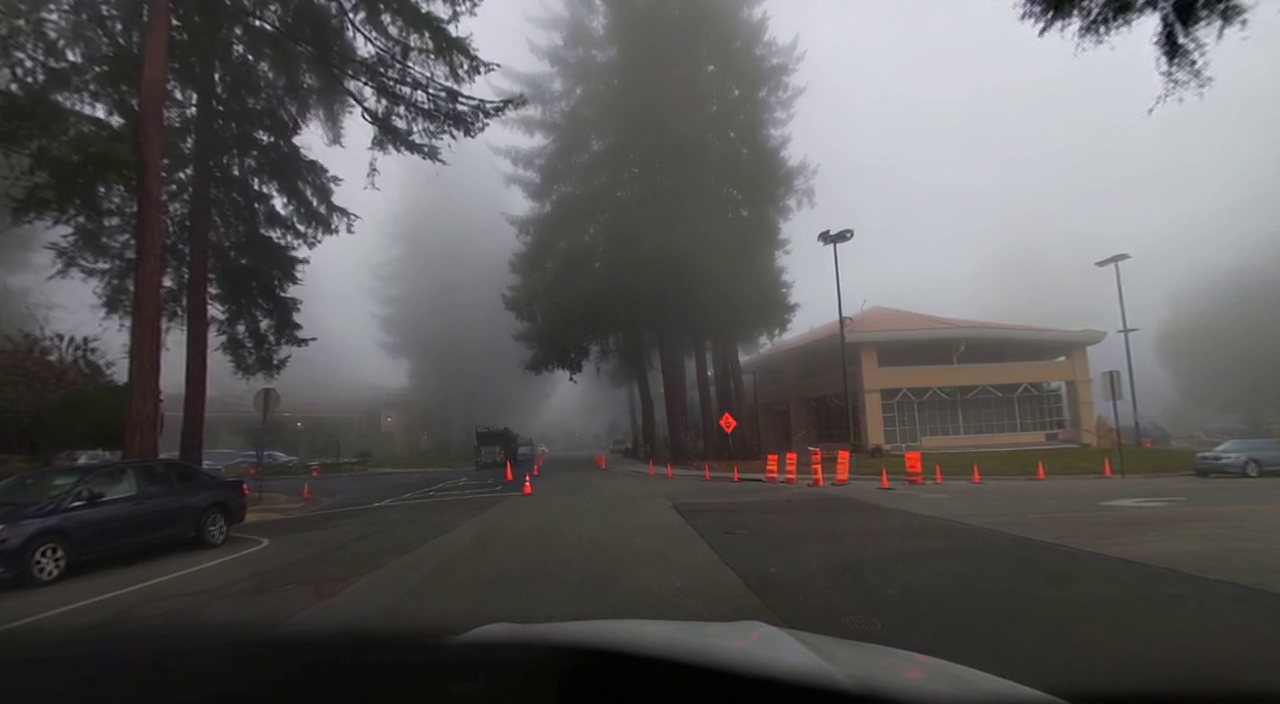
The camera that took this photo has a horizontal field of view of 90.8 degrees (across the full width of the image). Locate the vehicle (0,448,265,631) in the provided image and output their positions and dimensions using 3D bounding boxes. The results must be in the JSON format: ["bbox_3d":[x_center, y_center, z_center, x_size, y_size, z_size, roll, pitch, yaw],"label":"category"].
[{"bbox_3d":[-7.612,1.914,6.859,2.961,1.701,7.563,1,-9,-4],"label":"vehicle"}]
